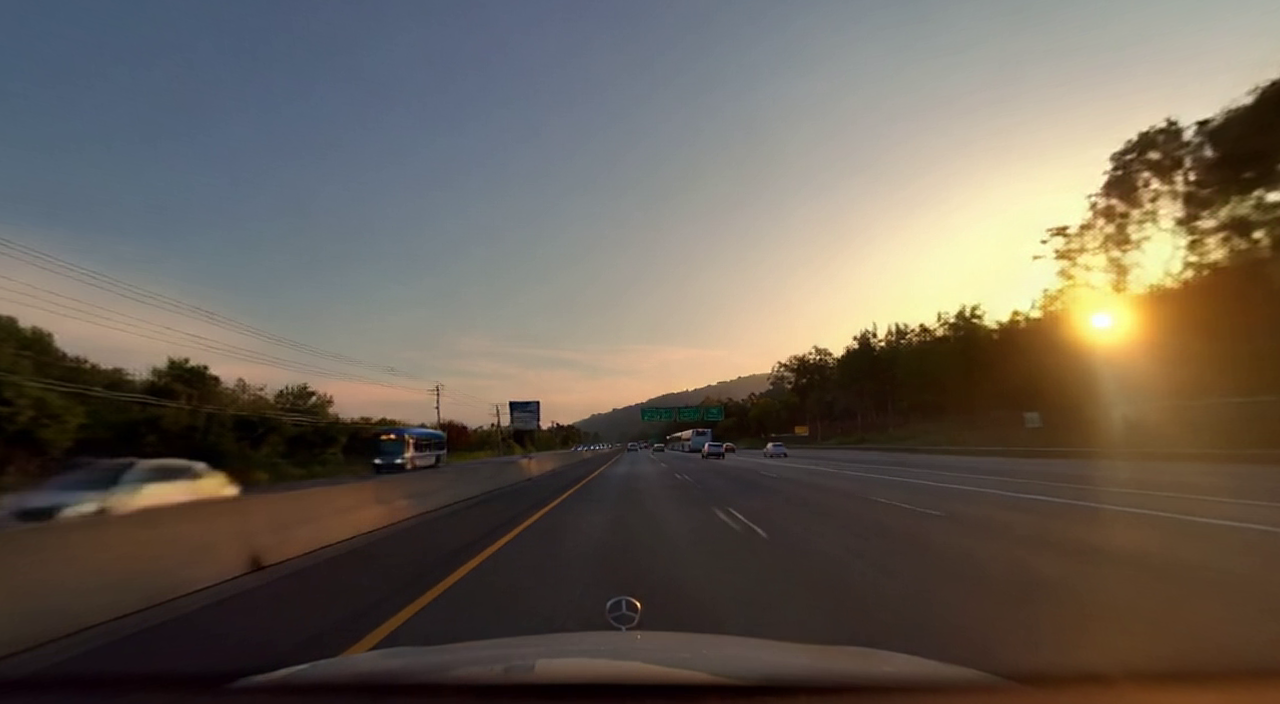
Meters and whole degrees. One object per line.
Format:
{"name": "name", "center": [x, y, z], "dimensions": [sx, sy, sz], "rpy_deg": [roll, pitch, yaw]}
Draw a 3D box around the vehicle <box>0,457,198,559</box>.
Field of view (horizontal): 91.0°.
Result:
{"name": "vehicle", "center": [-10.772, 2.776, 11.874], "dimensions": [1.869, 1.506, 4.205], "rpy_deg": [0, -9, -1]}
